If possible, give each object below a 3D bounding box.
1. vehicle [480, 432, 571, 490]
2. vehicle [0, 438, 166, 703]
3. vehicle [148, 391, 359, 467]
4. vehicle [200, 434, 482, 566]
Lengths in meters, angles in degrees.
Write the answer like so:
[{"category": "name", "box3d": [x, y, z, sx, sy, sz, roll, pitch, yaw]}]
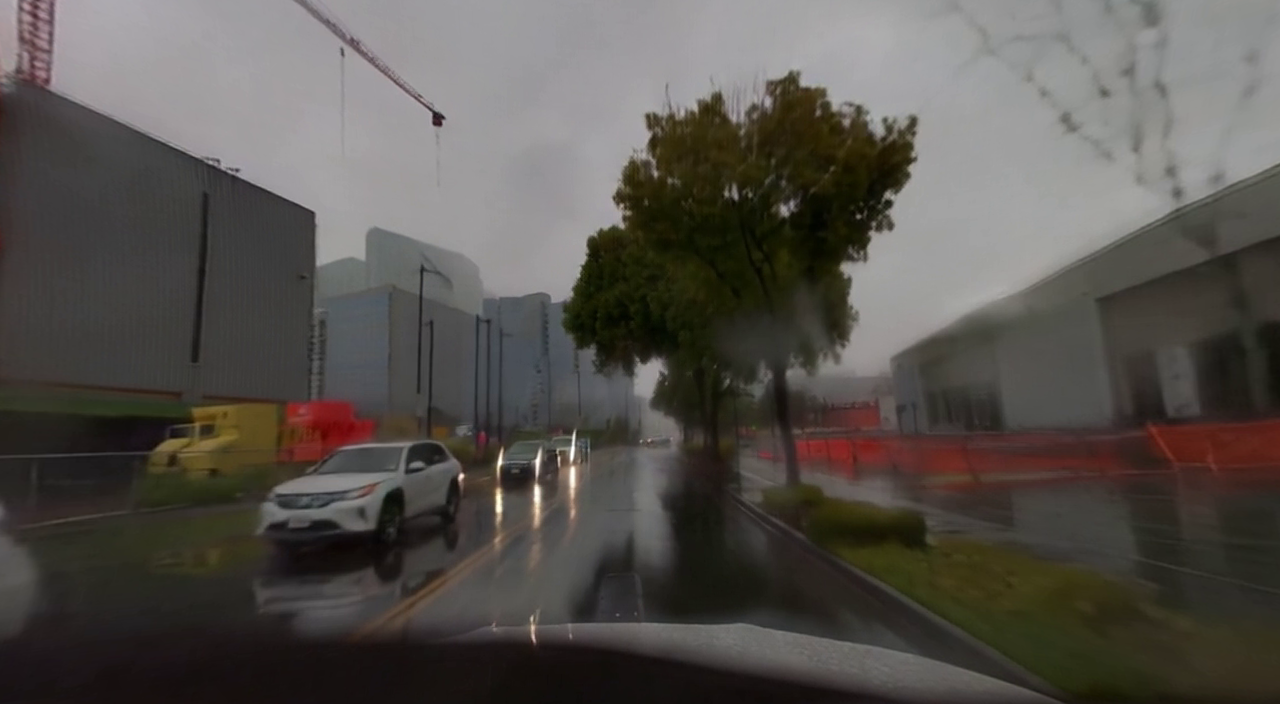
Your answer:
[{"category": "vehicle", "box3d": [-3.504, 3.412, 20.170, 1.980, 1.635, 4.153, -1, -8, 2]}, {"category": "vehicle", "box3d": [-4.117, 0.972, 1.843, 1.996, 1.411, 4.370, -1, -8, 1]}, {"category": "vehicle", "box3d": [-13.361, 2.707, 22.022, 6.039, 2.449, 2.273, -1, -8, 6]}, {"category": "vehicle", "box3d": [-3.929, 1.964, 9.331, 1.948, 1.460, 4.394, 0, -8, 1]}]
